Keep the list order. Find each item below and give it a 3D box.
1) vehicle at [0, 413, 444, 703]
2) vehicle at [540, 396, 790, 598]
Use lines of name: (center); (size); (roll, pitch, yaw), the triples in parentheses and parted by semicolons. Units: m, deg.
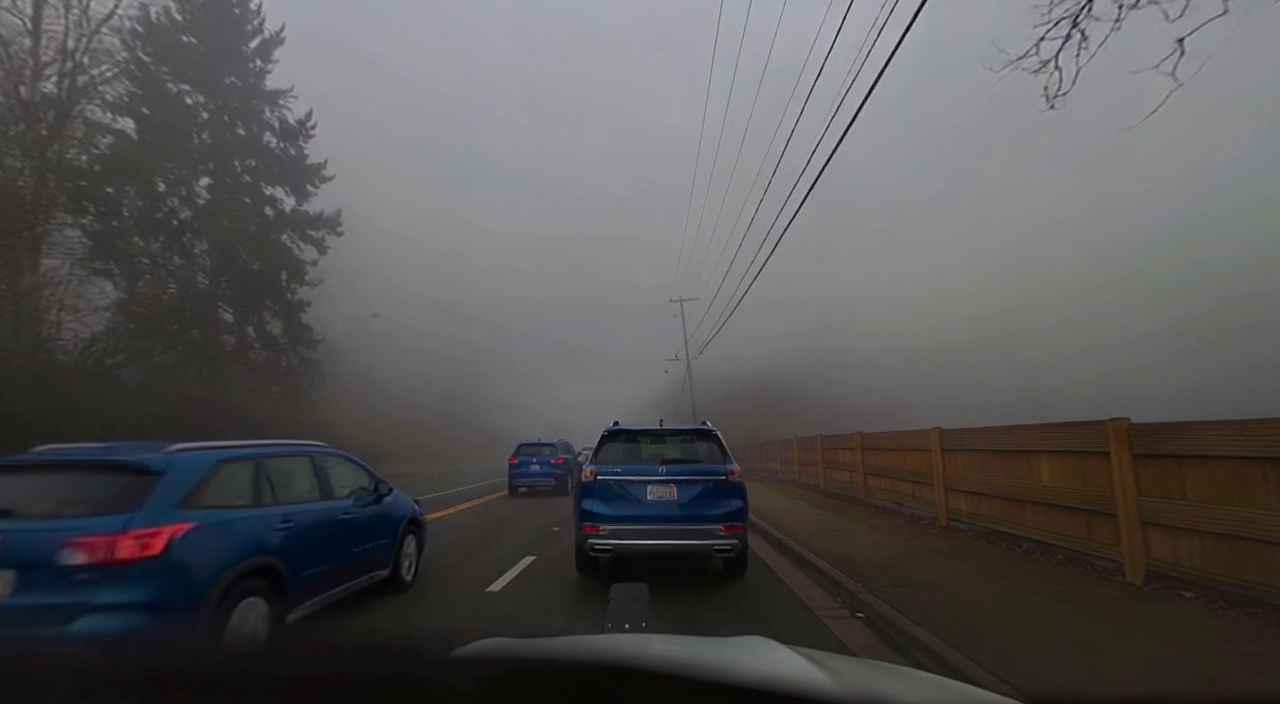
vehicle: (-3.114, 1.303, 4.614); (1.979, 1.489, 4.006); (0, -9, 1)
vehicle: (0.214, 1.575, 7.633); (2.174, 1.749, 4.113); (0, -9, 0)
